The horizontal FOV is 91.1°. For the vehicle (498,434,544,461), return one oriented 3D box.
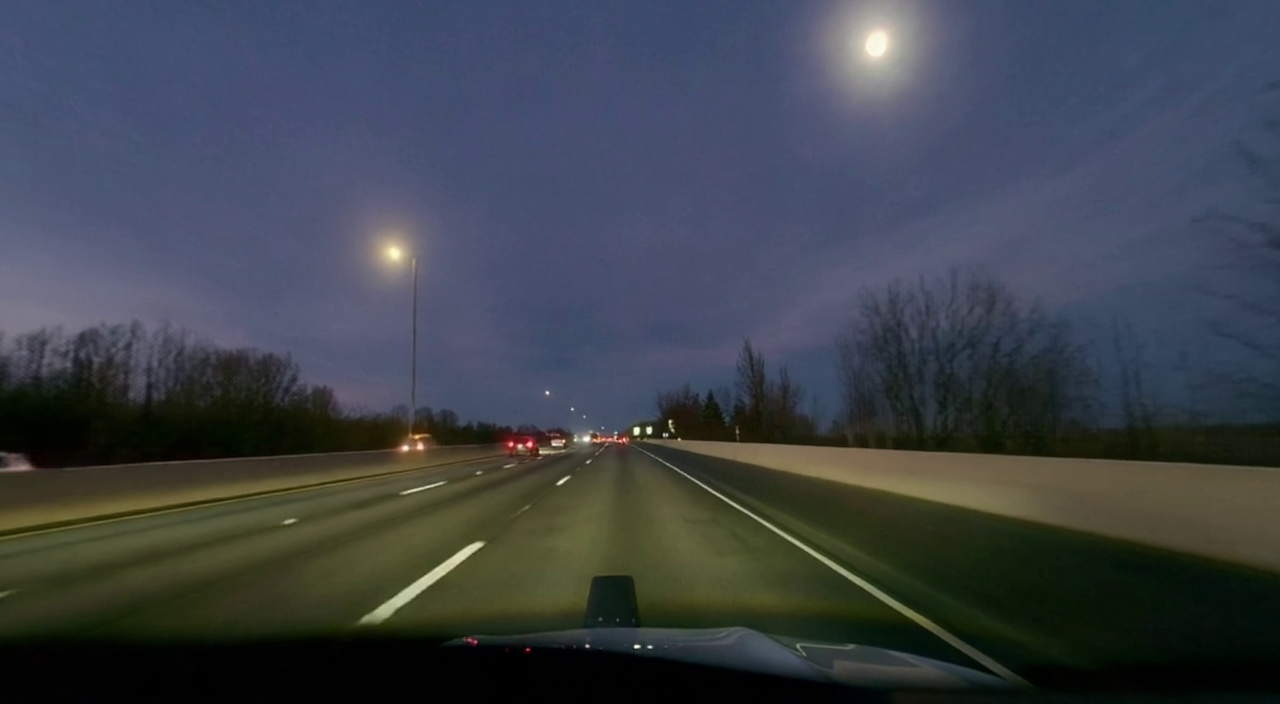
[{"bbox_3d":[-6.870,5.540,36.708,1.988,1.505,4.044,0,-8,-1],"label":"vehicle"}]
